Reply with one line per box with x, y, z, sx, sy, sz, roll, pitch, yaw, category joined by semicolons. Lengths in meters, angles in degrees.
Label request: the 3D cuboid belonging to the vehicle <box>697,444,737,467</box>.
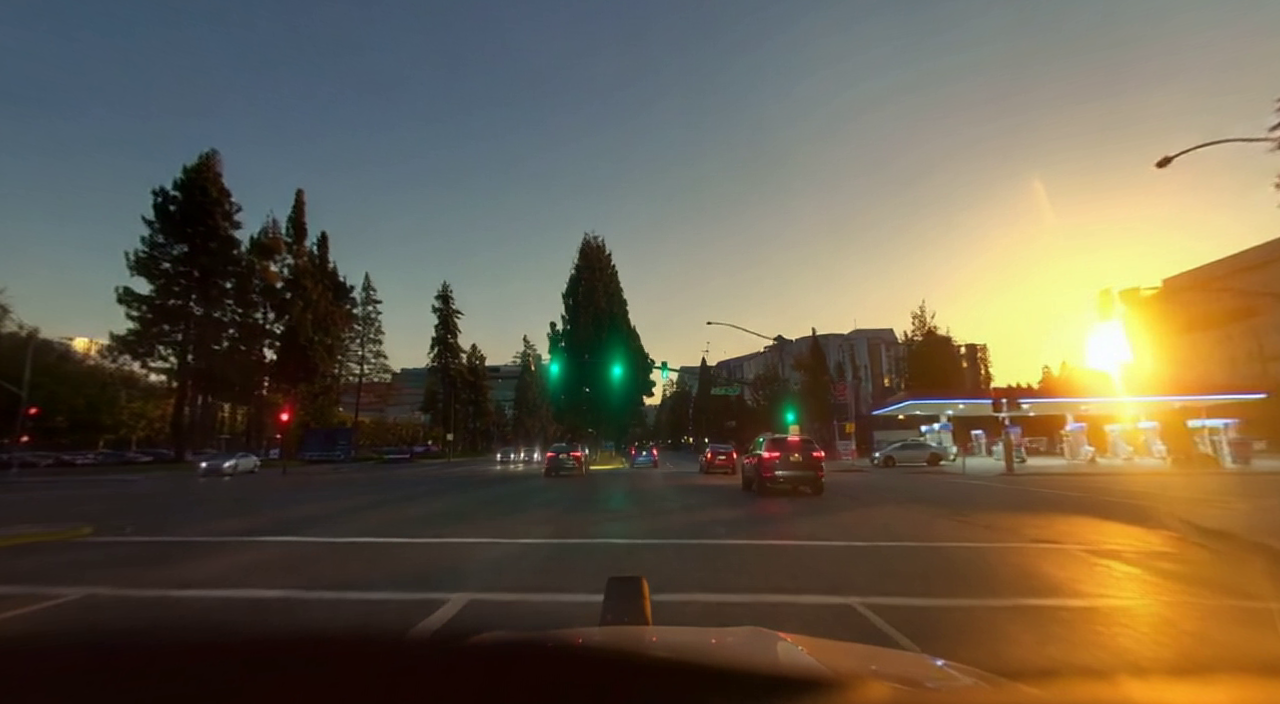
5.112;6.962;42.567;2.174;1.462;4.400;0;-8;0;vehicle

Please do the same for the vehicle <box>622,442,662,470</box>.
0.115;5.914;36.014;2.104;1.477;4.591;0;-8;0;vehicle

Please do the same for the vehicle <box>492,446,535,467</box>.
-9.091;7.552;45.733;2.023;1.433;4.699;-1;-8;2;vehicle

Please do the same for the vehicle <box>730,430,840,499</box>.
3.899;3.108;17.753;2.022;1.683;4.171;0;-8;-1;vehicle

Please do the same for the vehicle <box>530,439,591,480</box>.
-3.304;4.564;26.989;2.023;1.607;4.086;0;-8;1;vehicle

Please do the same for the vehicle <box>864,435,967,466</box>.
18.333;6.572;42.094;5.585;1.866;2.607;-1;-9;-3;vehicle
